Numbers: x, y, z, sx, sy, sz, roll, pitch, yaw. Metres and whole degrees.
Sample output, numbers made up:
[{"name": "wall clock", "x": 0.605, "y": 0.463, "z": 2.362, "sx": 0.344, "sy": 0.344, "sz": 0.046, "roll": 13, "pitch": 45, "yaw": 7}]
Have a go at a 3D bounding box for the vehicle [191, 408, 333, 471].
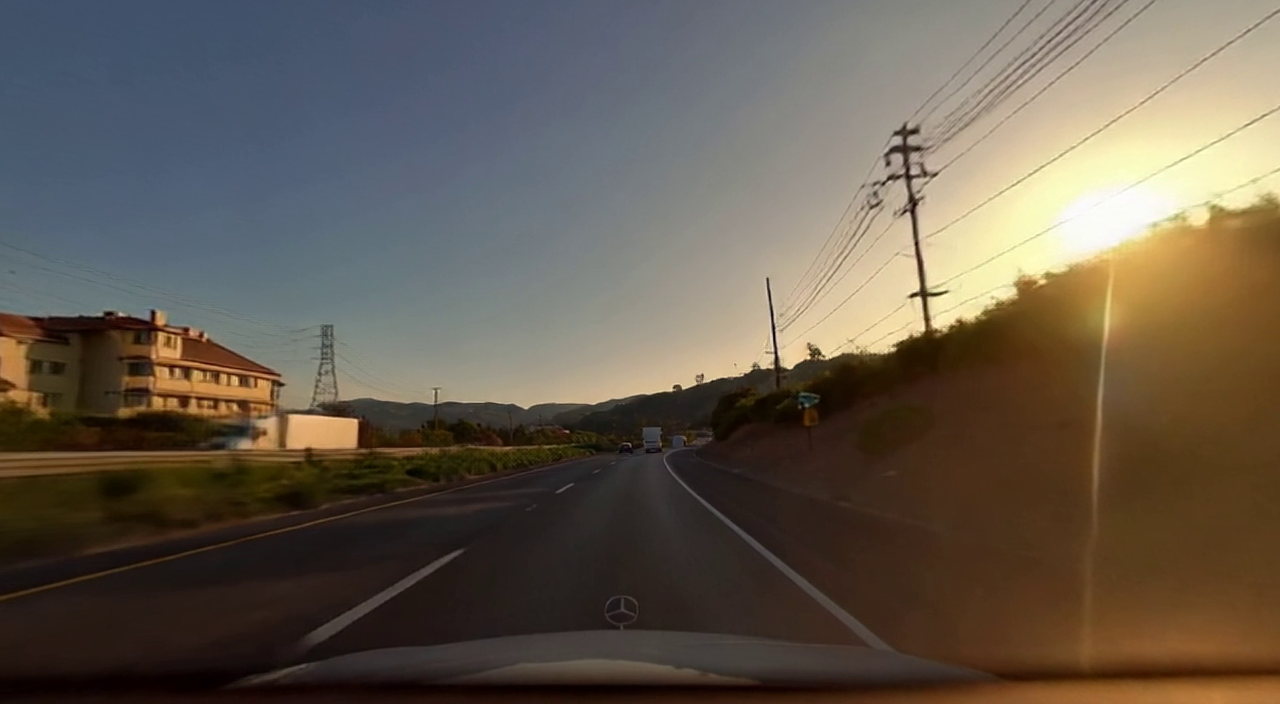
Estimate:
[{"name": "vehicle", "x": -25.779, "y": 6.176, "z": 43.934, "sx": 3.010, "sy": 3.832, "sz": 10.575, "roll": 0, "pitch": -9, "yaw": 2}]
